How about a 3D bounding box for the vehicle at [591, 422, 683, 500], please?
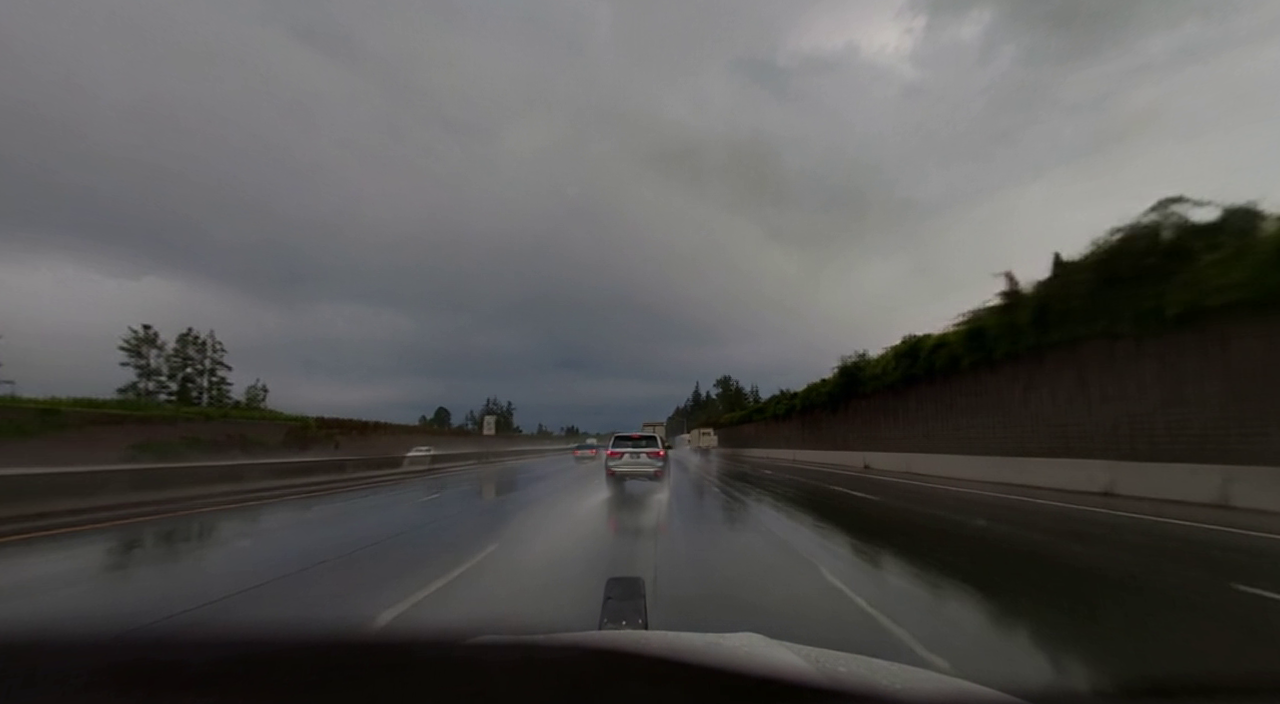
[{"bbox_3d":[-0.038,2.851,16.837,2.114,1.787,4.365,0,-8,1],"label":"vehicle"}]
